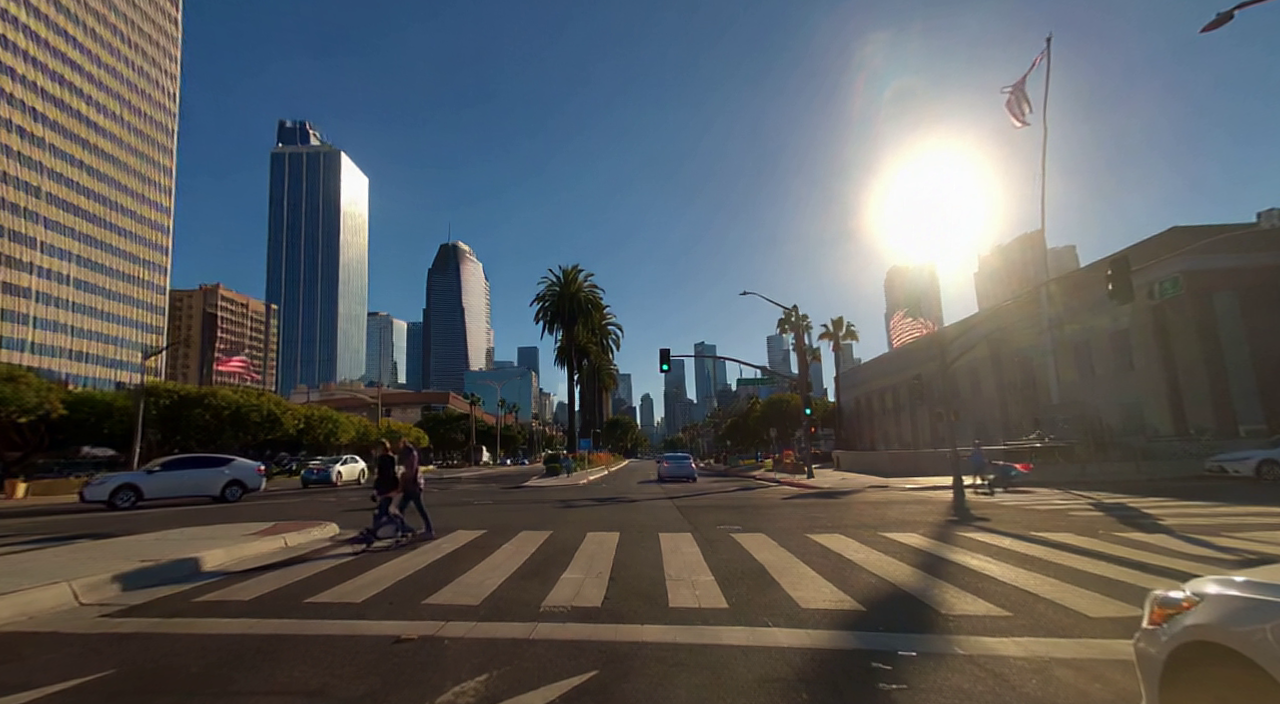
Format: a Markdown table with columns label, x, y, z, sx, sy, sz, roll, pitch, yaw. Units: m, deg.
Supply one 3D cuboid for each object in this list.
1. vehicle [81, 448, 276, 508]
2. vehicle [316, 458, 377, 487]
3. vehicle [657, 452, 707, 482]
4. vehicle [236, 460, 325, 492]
| label | x | y | z | sx | sy | sz | roll | pitch | yaw |
| --- | --- | --- | --- | --- | --- | --- | --- | --- | --- |
| vehicle | -13.890 | 3.782 | 19.424 | 4.499 | 1.594 | 1.898 | 4 | -10 | -27 |
| vehicle | -20.115 | 8.261 | 43.530 | 2.043 | 1.745 | 4.420 | 0 | -8 | 1 |
| vehicle | 2.341 | 6.603 | 36.482 | 2.000 | 1.525 | 4.273 | 1 | -9 | -9 |
| vehicle | -19.969 | 6.901 | 35.383 | 2.069 | 1.540 | 4.774 | 0 | -8 | 1 |
